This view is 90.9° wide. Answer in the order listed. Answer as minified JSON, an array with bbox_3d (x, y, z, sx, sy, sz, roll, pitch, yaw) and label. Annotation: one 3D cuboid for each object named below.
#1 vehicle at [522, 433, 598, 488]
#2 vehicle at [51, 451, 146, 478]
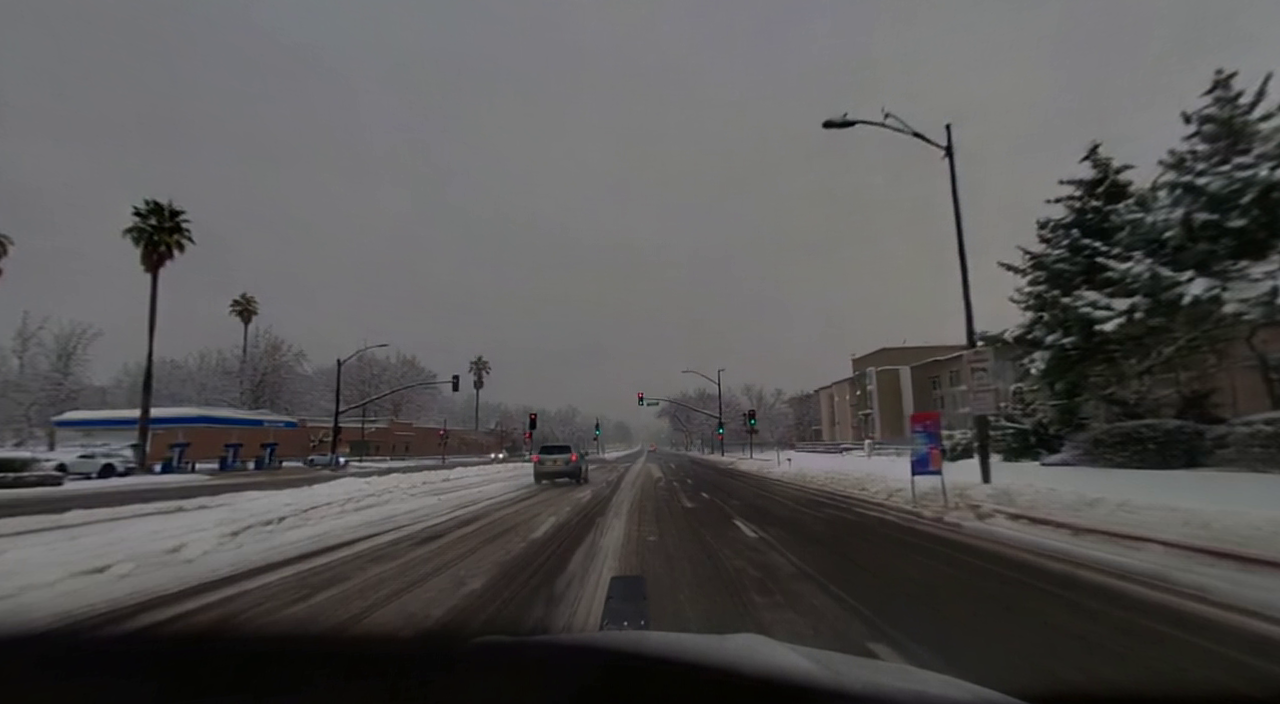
[{"bbox_3d":[-2.737,3.862,22.739,2.011,1.756,4.478,0,-9,2],"label":"vehicle"},{"bbox_3d":[-36.257,7.517,42.268,4.553,1.492,1.967,-2,-8,-1],"label":"vehicle"}]
